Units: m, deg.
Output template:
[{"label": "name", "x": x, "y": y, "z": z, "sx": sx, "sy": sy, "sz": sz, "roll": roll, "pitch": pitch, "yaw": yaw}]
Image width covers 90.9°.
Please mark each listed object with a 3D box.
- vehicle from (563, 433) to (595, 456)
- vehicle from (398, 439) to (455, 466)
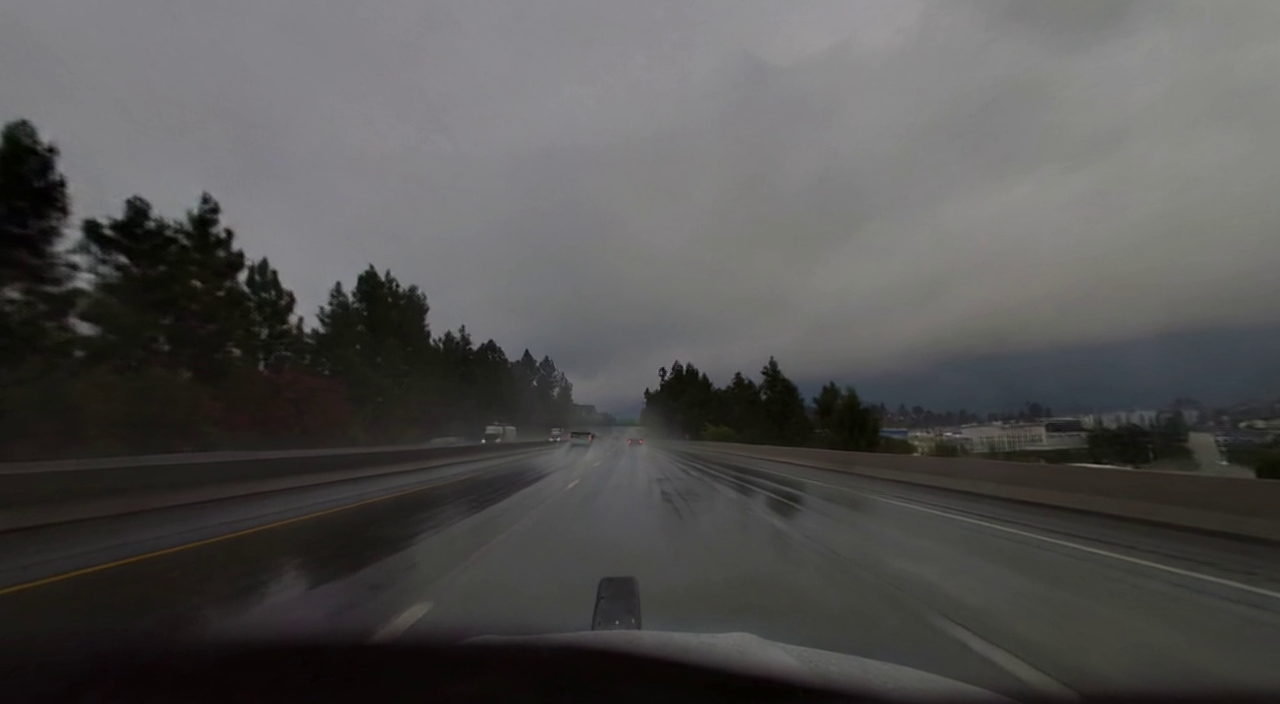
[{"label": "vehicle", "x": -4.552, "y": 6.949, "z": 47.543, "sx": 2.003, "sy": 1.626, "sz": 4.256, "roll": 0, "pitch": -8, "yaw": 0}, {"label": "vehicle", "x": -12.085, "y": 5.665, "z": 35.859, "sx": 1.857, "sy": 1.423, "sz": 3.941, "roll": 0, "pitch": -8, "yaw": 0}]
